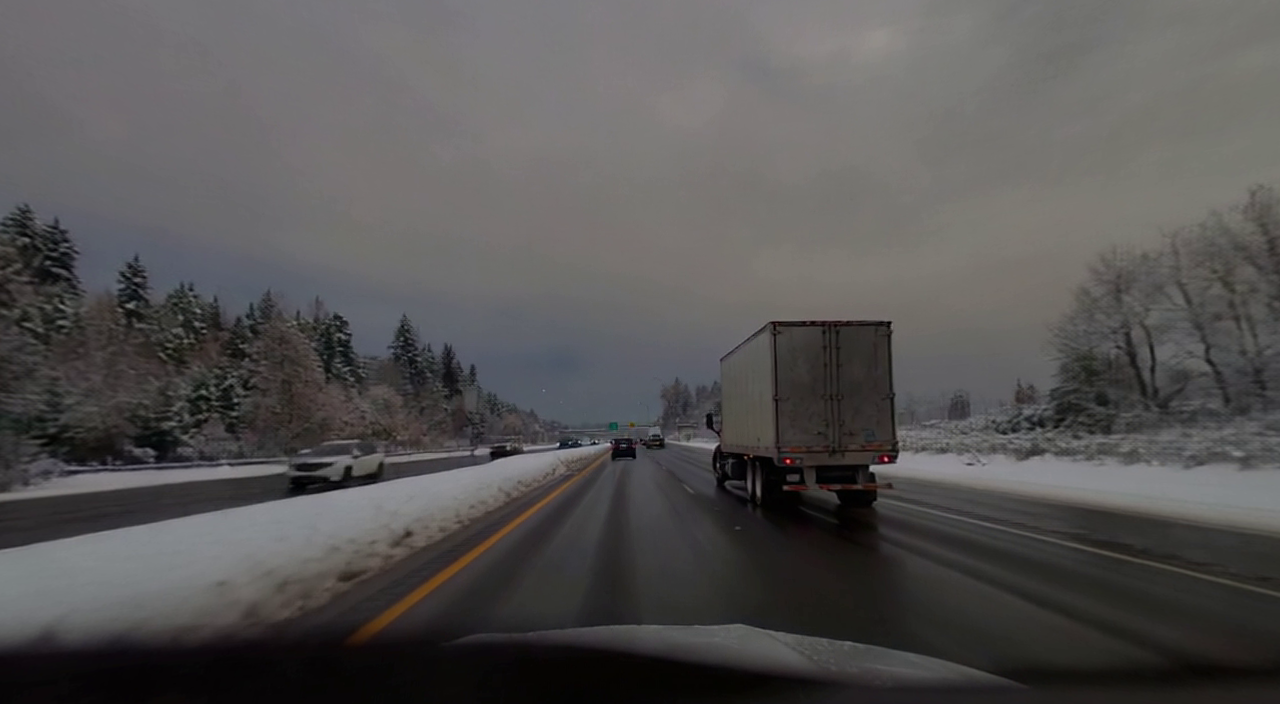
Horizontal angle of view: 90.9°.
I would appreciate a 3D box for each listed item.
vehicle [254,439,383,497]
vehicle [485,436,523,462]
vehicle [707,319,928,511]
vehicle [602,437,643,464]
[{"bbox_3d":[-9.927,3.564,19.879,1.963,1.573,3.985,0,-7,-1],"label":"vehicle"},{"bbox_3d":[-9.875,7.040,46.058,1.985,1.746,3.918,0,-7,-1],"label":"vehicle"},{"bbox_3d":[3.667,1.663,15.686,2.921,3.526,8.207,0,-7,-1],"label":"vehicle"},{"bbox_3d":[-1.025,5.684,36.732,2.259,1.466,3.693,0,-7,-1],"label":"vehicle"}]
